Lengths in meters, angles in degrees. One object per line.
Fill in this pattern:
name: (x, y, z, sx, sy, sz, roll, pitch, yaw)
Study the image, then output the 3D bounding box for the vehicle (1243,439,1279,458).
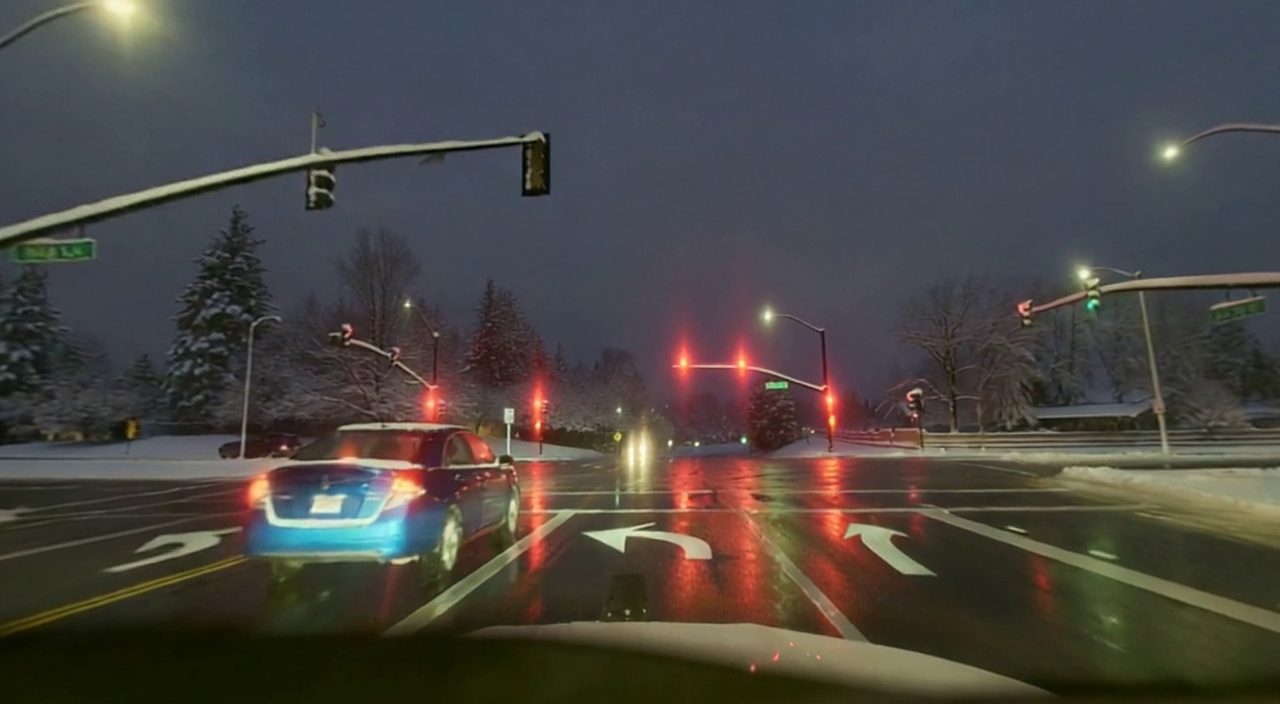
vehicle: (49.759, 7.548, 49.416, 1.574, 1.369, 3.611, -1, -7, 8)

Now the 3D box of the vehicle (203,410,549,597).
vehicle: (-2.612, 1.607, 7.550, 2.055, 1.573, 4.065, -1, -9, 6)
